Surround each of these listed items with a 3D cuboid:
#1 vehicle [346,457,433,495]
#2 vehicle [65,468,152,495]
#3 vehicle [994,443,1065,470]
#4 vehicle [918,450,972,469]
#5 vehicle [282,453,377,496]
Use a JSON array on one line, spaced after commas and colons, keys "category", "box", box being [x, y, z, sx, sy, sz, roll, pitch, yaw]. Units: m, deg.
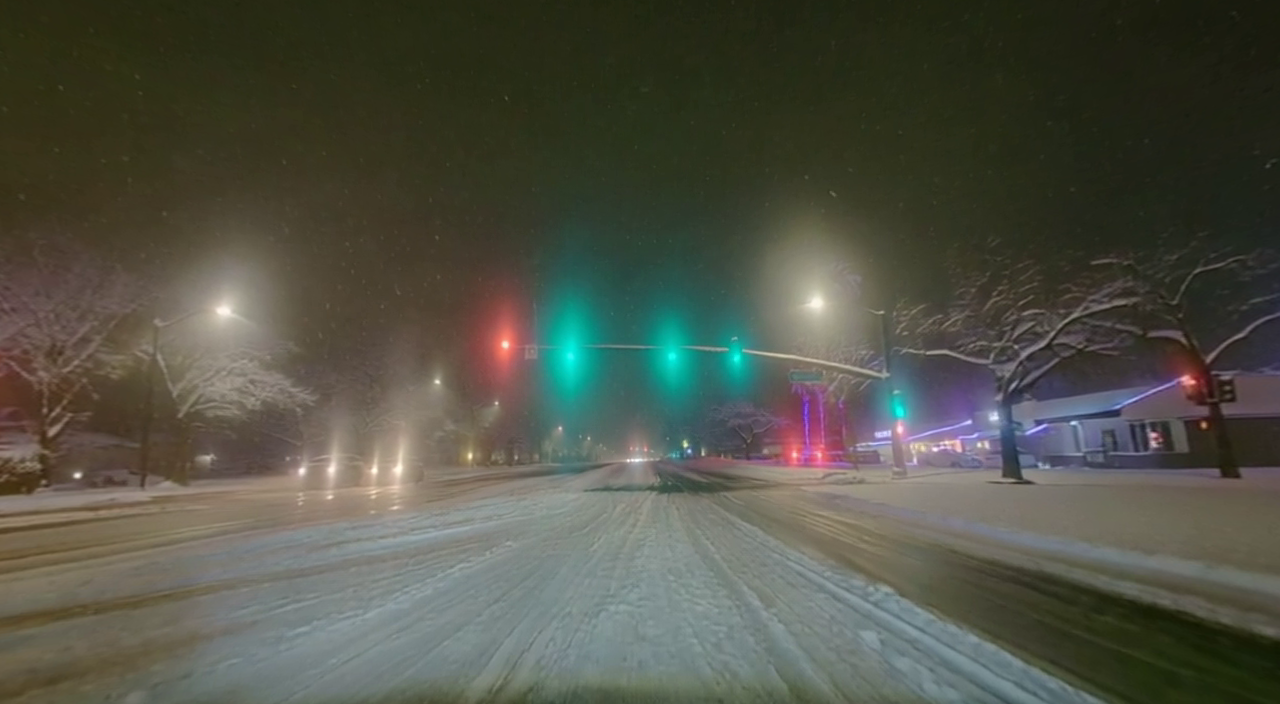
[{"category": "vehicle", "box": [-11.156, 5.528, 28.537, 2.019, 1.434, 4.622, 0, -8, 0]}, {"category": "vehicle", "box": [-35.118, 8.556, 41.939, 1.906, 1.528, 4.535, 0, -8, -2]}, {"category": "vehicle", "box": [24.628, 6.630, 39.992, 3.381, 1.424, 2.059, 1, -12, -23]}, {"category": "vehicle", "box": [22.754, 7.994, 47.119, 3.280, 1.344, 1.518, 2, -9, -12]}, {"category": "vehicle", "box": [-14.448, 5.681, 29.754, 1.976, 1.758, 4.986, 0, -8, -1]}]
